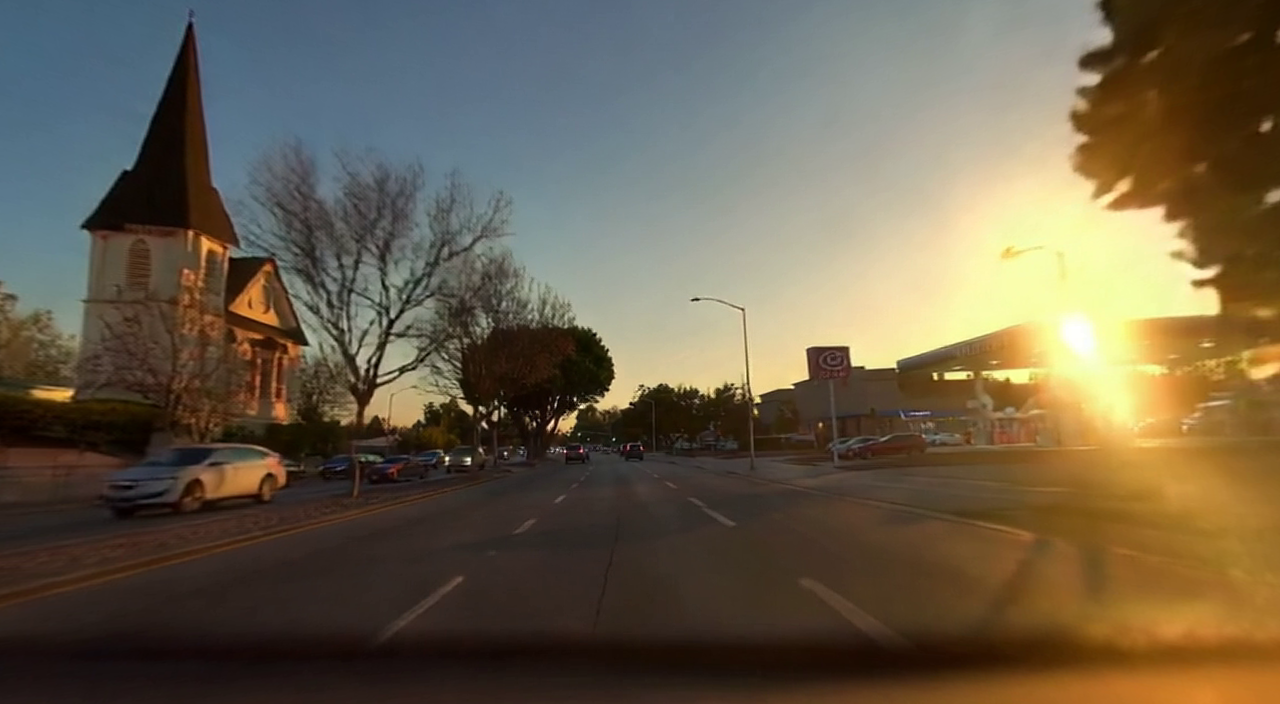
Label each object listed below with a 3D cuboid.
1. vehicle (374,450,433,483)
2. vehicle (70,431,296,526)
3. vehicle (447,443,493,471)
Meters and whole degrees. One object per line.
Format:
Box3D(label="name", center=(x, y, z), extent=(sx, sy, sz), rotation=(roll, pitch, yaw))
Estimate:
Box3D(label="vehicle", center=(-11.756, 5.674, 31.624), extent=(1.771, 1.508, 3.453), rotation=(0, -9, -3))
Box3D(label="vehicle", center=(-11.246, 3.111, 16.195), extent=(2.206, 1.922, 4.968), rotation=(-3, -8, -2))
Box3D(label="vehicle", center=(-12.581, 7.777, 47.095), extent=(2.229, 1.957, 5.057), rotation=(0, -9, -3))
